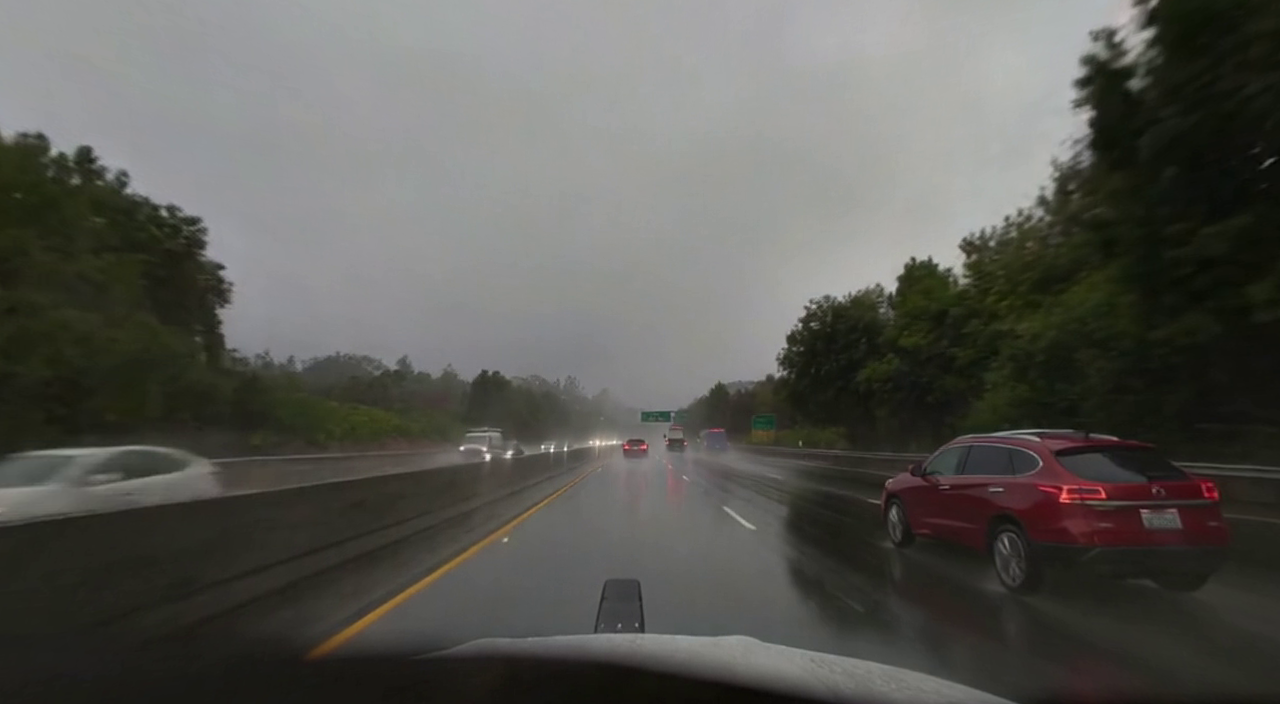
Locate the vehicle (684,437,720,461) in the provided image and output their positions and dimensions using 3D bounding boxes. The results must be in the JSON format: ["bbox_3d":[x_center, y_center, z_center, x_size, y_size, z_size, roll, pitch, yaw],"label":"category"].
[{"bbox_3d":[4.286,6.771,44.165,1.995,1.556,3.893,0,-8,-2],"label":"vehicle"}]

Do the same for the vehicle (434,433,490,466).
[{"bbox_3d":[-11.636,6.398,41.609,2.209,2.011,4.985,0,-8,0],"label":"vehicle"}]

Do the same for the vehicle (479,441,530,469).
[{"bbox_3d":[-7.858,5.991,37.040,2.012,1.521,4.593,0,-8,0],"label":"vehicle"}]

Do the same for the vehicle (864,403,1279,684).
[{"bbox_3d":[3.965,1.353,5.828,1.961,1.495,4.743,0,-8,-1],"label":"vehicle"}]

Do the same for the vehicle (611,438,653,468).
[{"bbox_3d":[-0.433,5.266,33.086,2.055,1.466,4.317,0,-8,-1],"label":"vehicle"}]

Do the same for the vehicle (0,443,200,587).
[{"bbox_3d":[-7.559,1.804,7.324,1.897,1.451,4.137,0,-8,0],"label":"vehicle"}]
